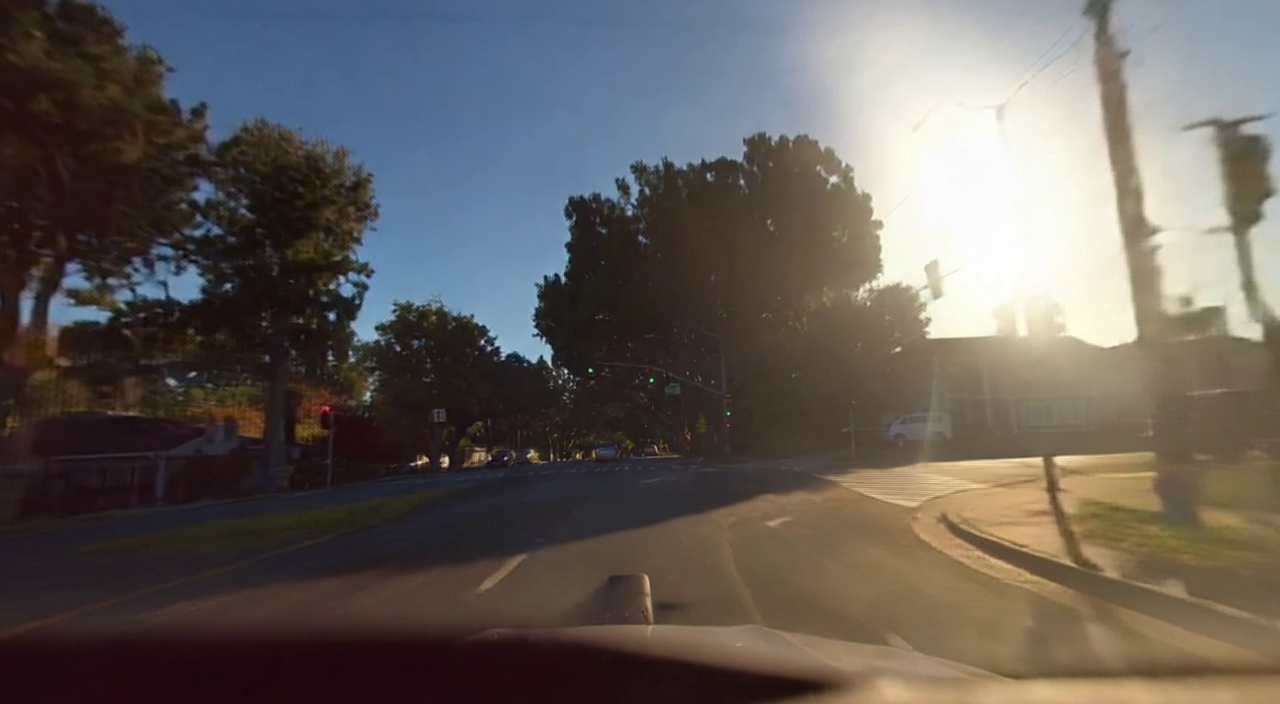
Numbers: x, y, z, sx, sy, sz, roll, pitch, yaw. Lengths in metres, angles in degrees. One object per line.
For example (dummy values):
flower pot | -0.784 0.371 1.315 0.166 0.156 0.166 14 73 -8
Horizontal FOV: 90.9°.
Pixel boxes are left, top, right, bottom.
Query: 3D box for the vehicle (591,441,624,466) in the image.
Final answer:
vehicle | -2.282 7.334 45.847 2.084 1.701 4.734 0 -8 1

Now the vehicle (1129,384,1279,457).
vehicle | 18.774 2.108 18.972 6.313 2.043 2.272 0 -8 -3

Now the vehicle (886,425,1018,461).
vehicle | 13.269 3.894 27.008 4.665 1.498 1.866 0 -9 -2

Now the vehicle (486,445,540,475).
vehicle | -7.366 6.306 37.048 2.122 1.602 4.369 0 -8 2

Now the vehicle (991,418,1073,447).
vehicle | 23.285 4.846 37.660 1.809 1.477 4.381 -3 -8 -5

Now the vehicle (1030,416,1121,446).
vehicle | 25.913 4.700 37.762 1.833 1.486 4.890 -3 -5 -2
